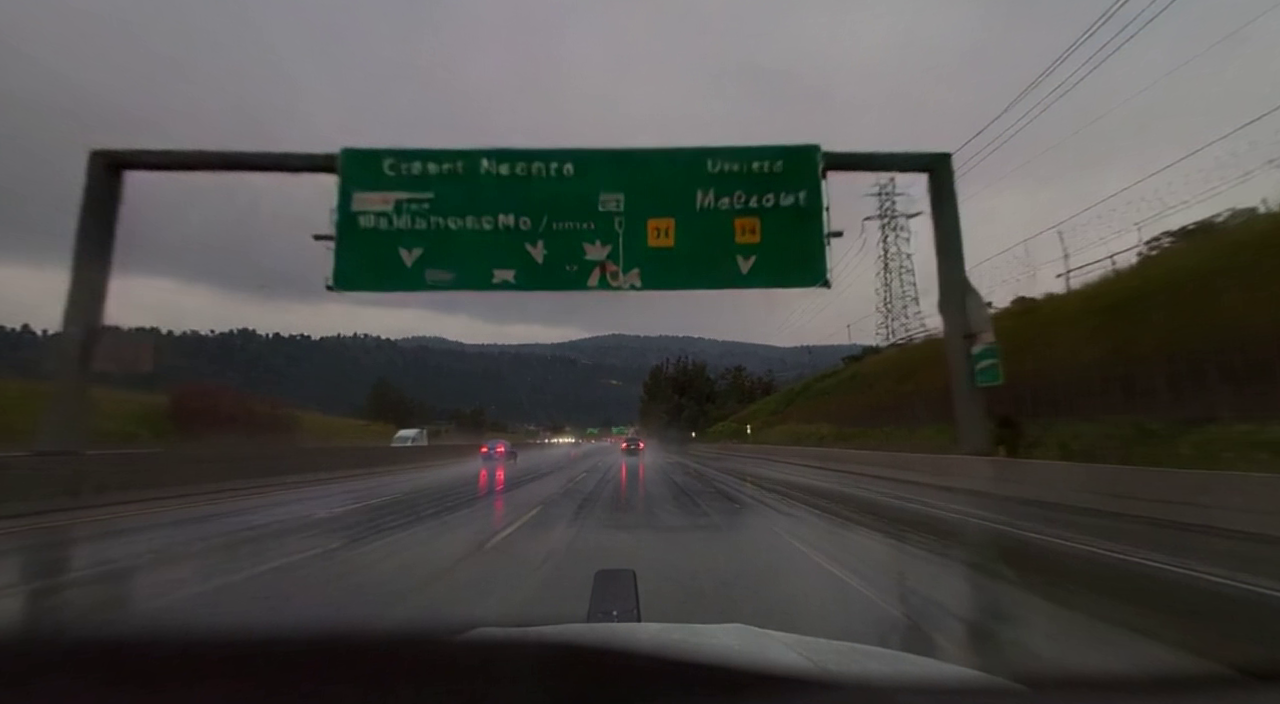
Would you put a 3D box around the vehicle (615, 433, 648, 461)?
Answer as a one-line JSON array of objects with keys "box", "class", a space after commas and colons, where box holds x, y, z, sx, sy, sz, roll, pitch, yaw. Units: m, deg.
[{"box": [-0.576, 6.223, 41.192, 2.040, 1.715, 3.906, 0, -8, -1], "class": "vehicle"}]

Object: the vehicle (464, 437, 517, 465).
[{"box": [-8.618, 5.732, 36.651, 2.047, 1.486, 4.306, 0, -8, -1], "class": "vehicle"}]
